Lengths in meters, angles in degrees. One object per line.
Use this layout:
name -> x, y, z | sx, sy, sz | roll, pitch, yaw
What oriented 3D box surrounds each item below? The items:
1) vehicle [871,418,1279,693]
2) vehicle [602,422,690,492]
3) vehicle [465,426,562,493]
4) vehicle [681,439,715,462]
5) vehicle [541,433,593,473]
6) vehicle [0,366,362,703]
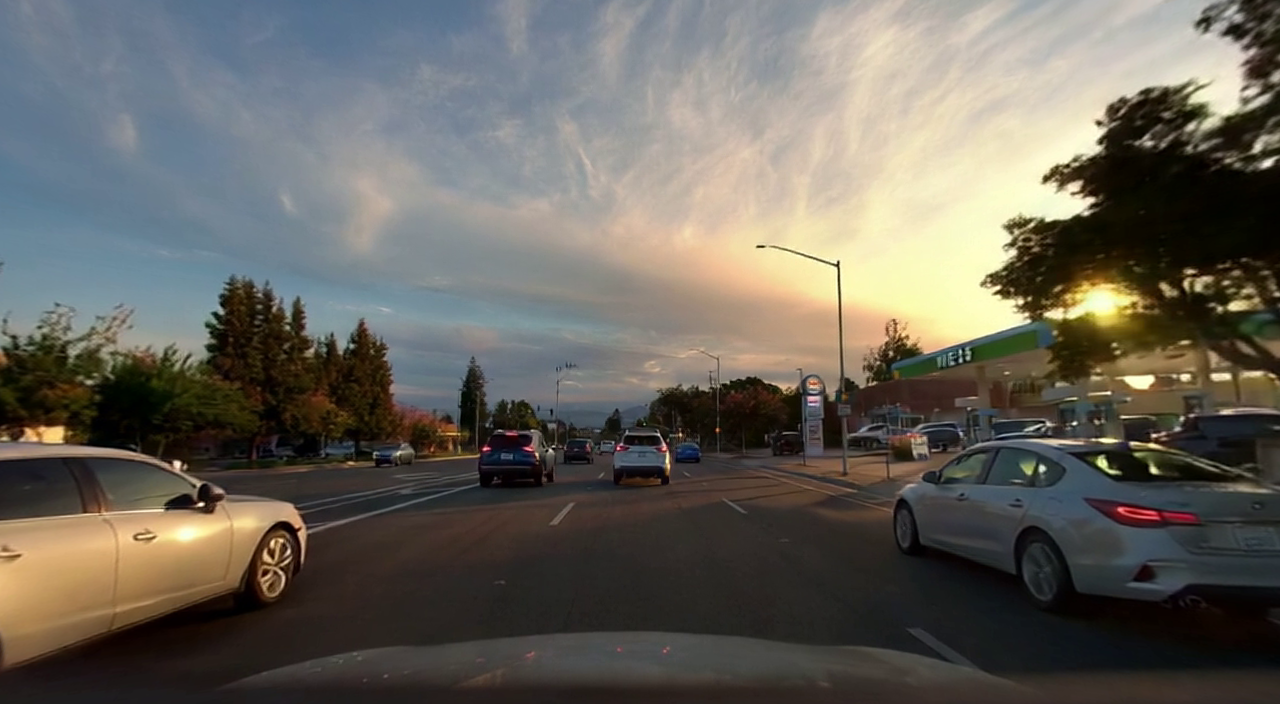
vehicle -> 3.941, 1.429, 5.749 | 1.888, 1.456, 4.589 | 0, -8, -1
vehicle -> 0.139, 3.069, 18.707 | 2.279, 1.803, 4.254 | 0, -8, 0
vehicle -> -3.512, 3.074, 18.378 | 1.932, 1.695, 4.150 | 0, -8, 0
vehicle -> 3.985, 6.914, 44.278 | 1.926, 1.522, 3.852 | 0, -8, -2
vehicle -> -3.240, 4.575, 28.803 | 1.871, 1.673, 3.920 | 0, -8, 1
vehicle -> -3.482, 1.028, 3.701 | 1.864, 1.574, 4.031 | 0, -8, 0
